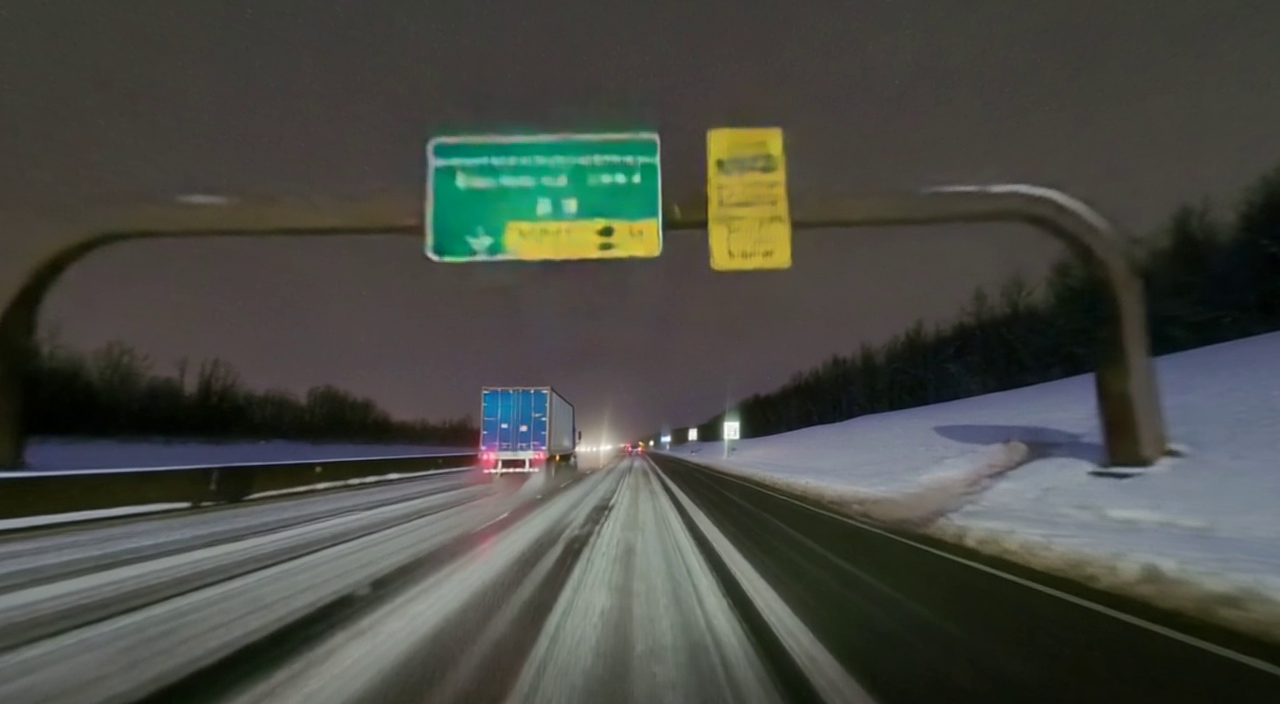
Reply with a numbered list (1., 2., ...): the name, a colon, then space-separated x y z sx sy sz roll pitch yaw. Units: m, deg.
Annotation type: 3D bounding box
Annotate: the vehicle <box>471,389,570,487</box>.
1. vehicle: -4.673 3.615 26.243 2.707 3.461 7.191 0 -9 0
